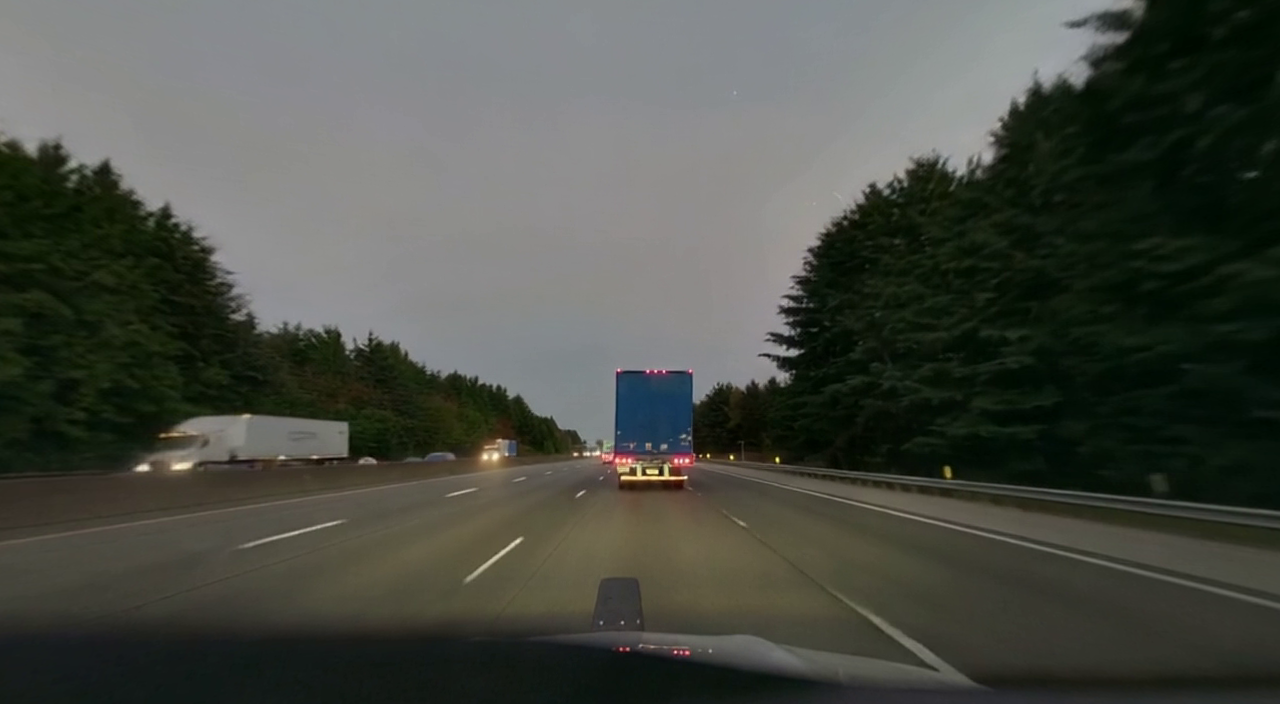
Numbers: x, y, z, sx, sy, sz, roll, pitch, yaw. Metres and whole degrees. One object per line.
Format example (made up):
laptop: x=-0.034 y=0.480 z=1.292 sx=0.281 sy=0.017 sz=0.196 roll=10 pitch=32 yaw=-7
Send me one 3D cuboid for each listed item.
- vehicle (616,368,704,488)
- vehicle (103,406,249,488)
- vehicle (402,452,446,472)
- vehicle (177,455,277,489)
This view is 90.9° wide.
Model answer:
vehicle: x=0.609 y=3.271 z=25.934 sx=2.898 sy=3.973 sz=10.063 roll=0 pitch=-9 yaw=0
vehicle: x=-23.882 y=4.952 z=32.919 sx=3.064 sy=3.891 sz=5.775 roll=0 pitch=-9 yaw=-1
vehicle: x=-15.937 y=8.109 z=46.665 sx=1.833 sy=1.421 sz=4.005 roll=0 pitch=-9 yaw=0
vehicle: x=-19.597 y=5.685 z=30.168 sx=1.809 sy=1.437 sz=4.370 roll=0 pitch=-9 yaw=0
